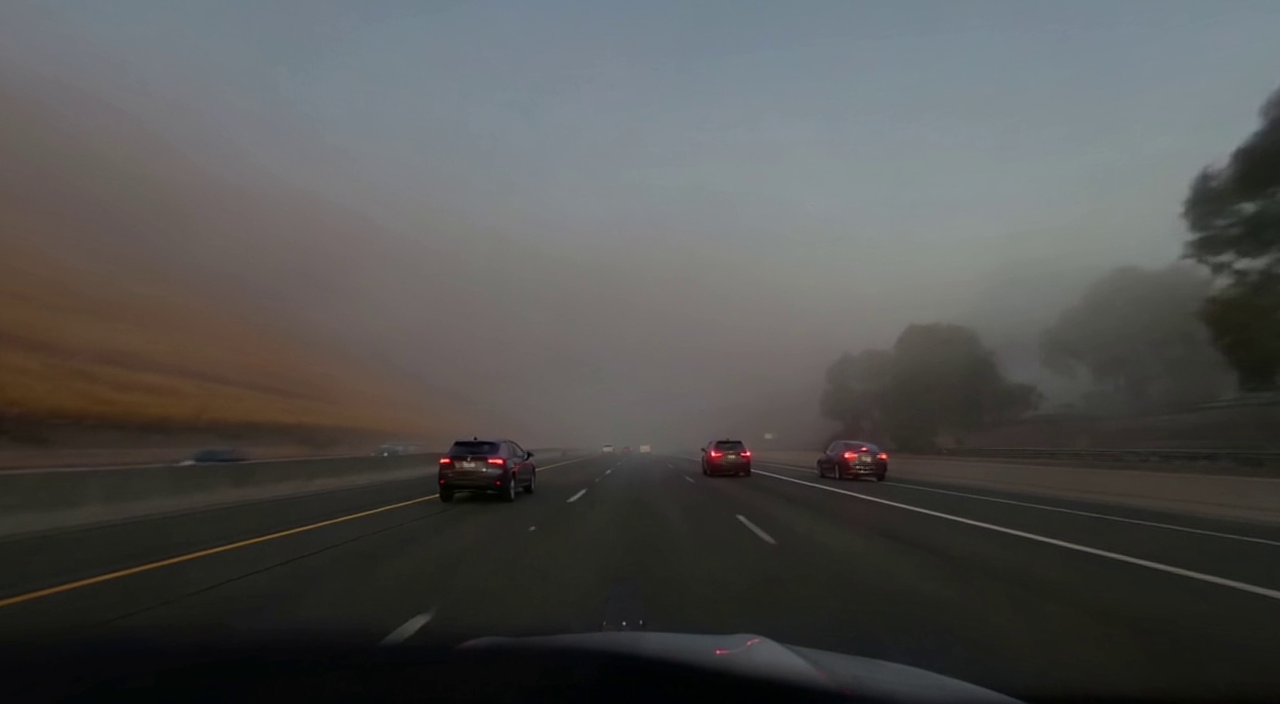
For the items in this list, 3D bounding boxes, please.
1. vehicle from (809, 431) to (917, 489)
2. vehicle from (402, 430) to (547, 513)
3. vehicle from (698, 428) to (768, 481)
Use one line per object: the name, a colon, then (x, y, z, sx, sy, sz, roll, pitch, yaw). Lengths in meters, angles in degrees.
vehicle: (7.309, 3.577, 21.186, 1.998, 1.717, 4.338, 0, -8, 0)
vehicle: (-3.700, 2.761, 15.078, 2.166, 1.672, 4.388, -1, -8, 1)
vehicle: (3.669, 4.159, 25.877, 2.121, 1.925, 5.056, 0, -8, 0)
